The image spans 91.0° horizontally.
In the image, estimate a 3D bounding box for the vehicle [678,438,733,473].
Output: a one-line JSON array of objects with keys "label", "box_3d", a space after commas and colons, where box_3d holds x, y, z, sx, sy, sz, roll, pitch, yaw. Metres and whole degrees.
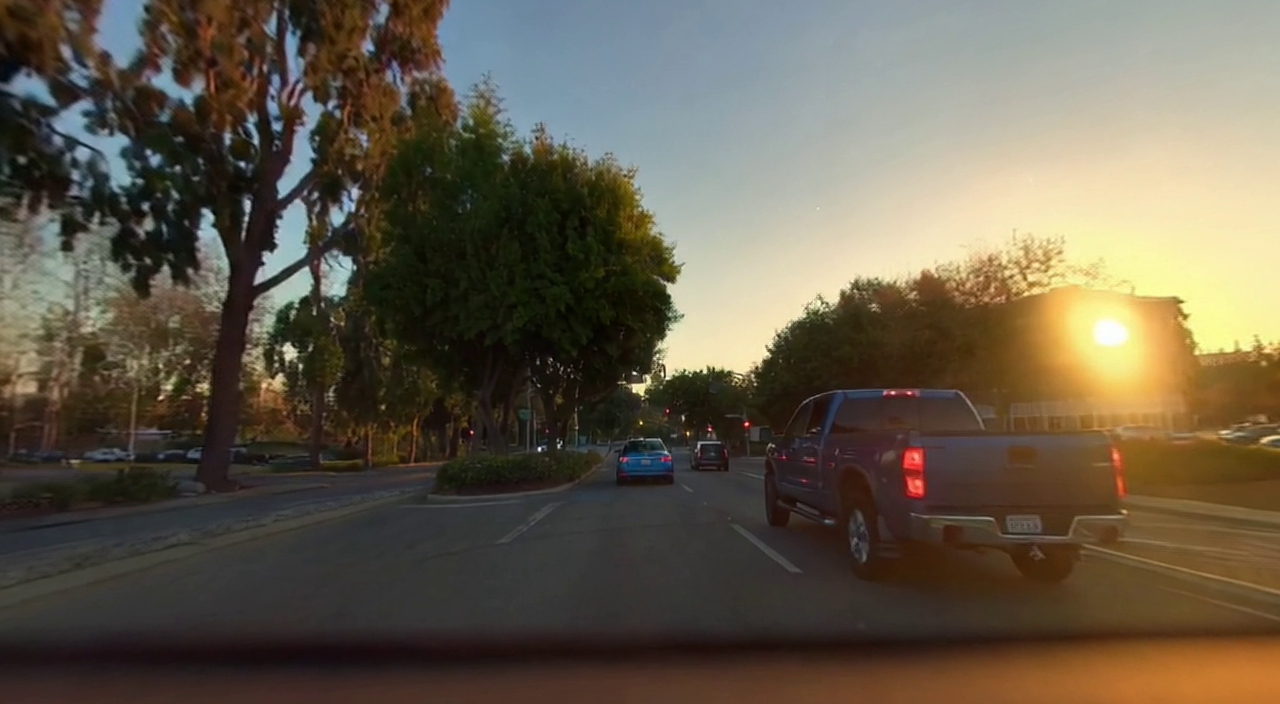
[{"label": "vehicle", "box_3d": [2.981, 4.808, 29.460, 1.970, 1.464, 4.249, 0, -8, -2]}]

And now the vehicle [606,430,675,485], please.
[{"label": "vehicle", "box_3d": [-0.039, 3.552, 21.468, 2.145, 1.650, 4.021, 0, -8, -2]}]

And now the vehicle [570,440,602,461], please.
[{"label": "vehicle", "box_3d": [-4.030, 7.495, 47.838, 1.959, 1.482, 4.701, 0, -9, 0]}]

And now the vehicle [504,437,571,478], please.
[{"label": "vehicle", "box_3d": [-3.993, 4.197, 25.259, 1.960, 1.475, 4.161, 0, -8, 0]}]

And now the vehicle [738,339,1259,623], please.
[{"label": "vehicle", "box_3d": [3.137, 1.378, 7.761, 2.731, 2.101, 6.047, 0, -8, -2]}]
